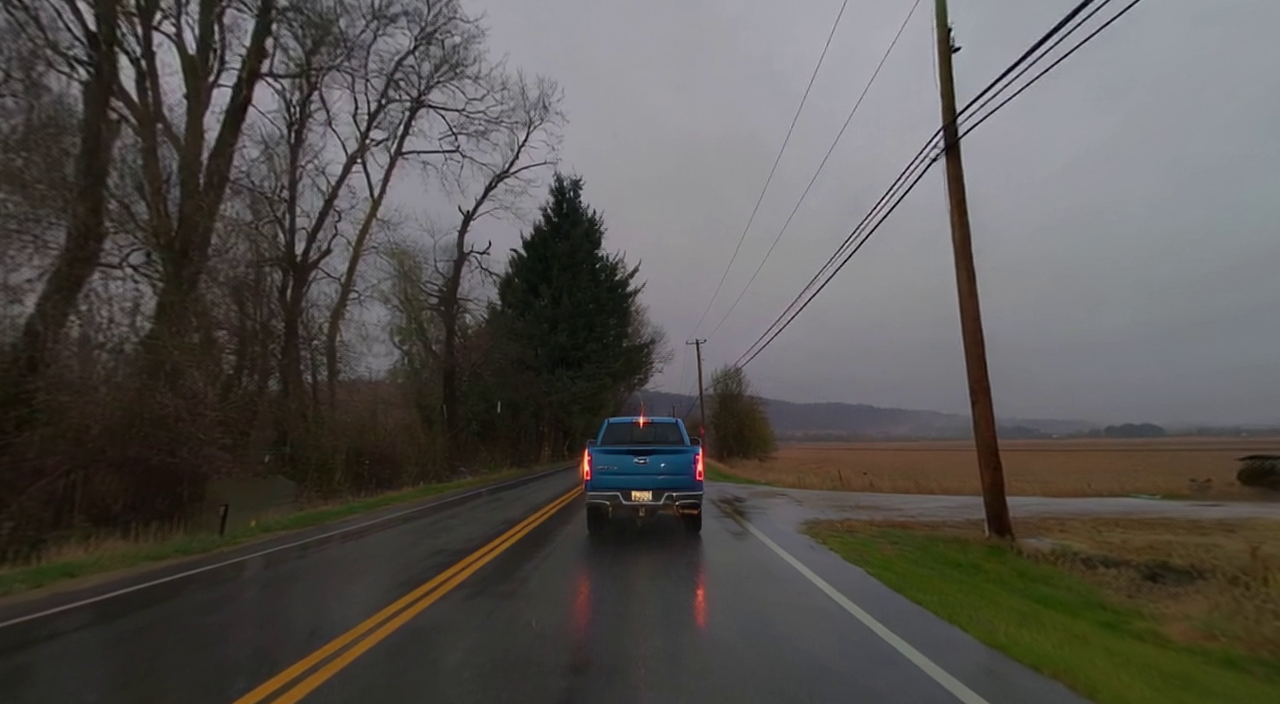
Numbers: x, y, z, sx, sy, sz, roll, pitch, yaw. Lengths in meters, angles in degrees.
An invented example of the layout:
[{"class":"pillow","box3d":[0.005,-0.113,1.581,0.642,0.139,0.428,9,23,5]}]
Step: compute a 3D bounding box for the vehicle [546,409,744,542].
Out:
[{"class":"vehicle","box3d":[0.030,2.173,11.889,2.774,1.861,5.885,0,-8,-1]}]
